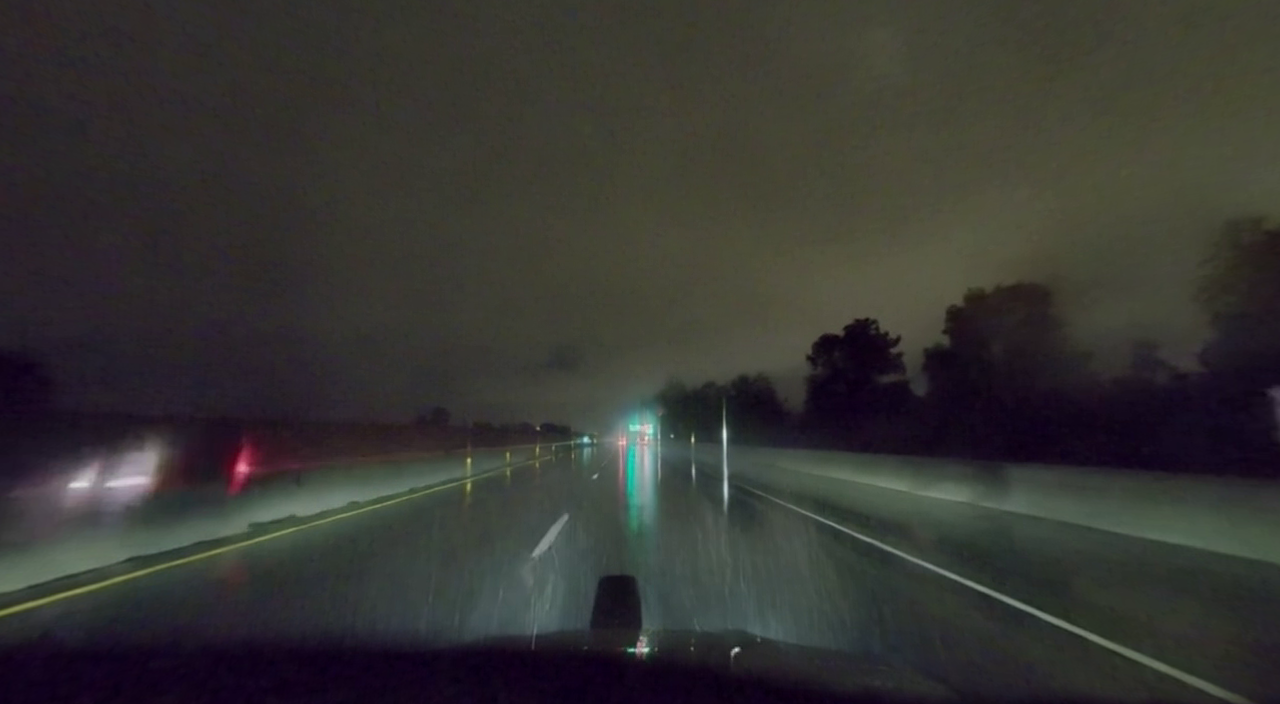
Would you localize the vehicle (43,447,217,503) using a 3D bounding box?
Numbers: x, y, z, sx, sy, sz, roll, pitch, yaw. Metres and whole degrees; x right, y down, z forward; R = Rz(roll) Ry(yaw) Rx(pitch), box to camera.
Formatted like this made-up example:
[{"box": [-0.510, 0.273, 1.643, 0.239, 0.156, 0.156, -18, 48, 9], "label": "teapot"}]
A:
[{"box": [-15.520, 3.730, 19.576, 1.815, 1.440, 4.431, 0, -8, -2], "label": "vehicle"}]
